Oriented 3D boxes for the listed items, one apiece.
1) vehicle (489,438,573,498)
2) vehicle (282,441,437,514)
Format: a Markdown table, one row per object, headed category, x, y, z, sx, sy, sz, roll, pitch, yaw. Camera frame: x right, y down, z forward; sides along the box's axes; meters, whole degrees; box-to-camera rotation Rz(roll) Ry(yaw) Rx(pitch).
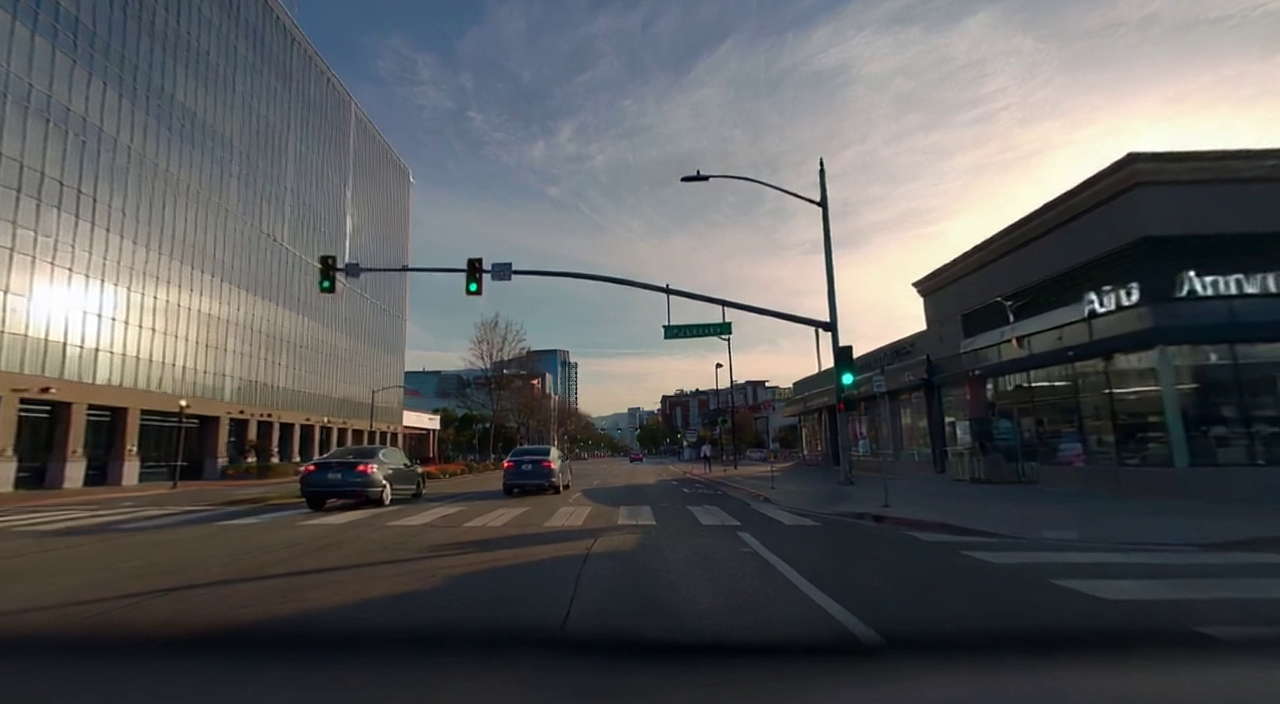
| category | x | y | z | sx | sy | sz | roll | pitch | yaw |
| --- | --- | --- | --- | --- | --- | --- | --- | --- | --- |
| vehicle | -3.419 | 3.731 | 20.663 | 2.052 | 1.729 | 4.195 | 0 | -9 | -1 |
| vehicle | -7.038 | 3.153 | 16.482 | 1.909 | 1.605 | 4.561 | 0 | -9 | 1 |
